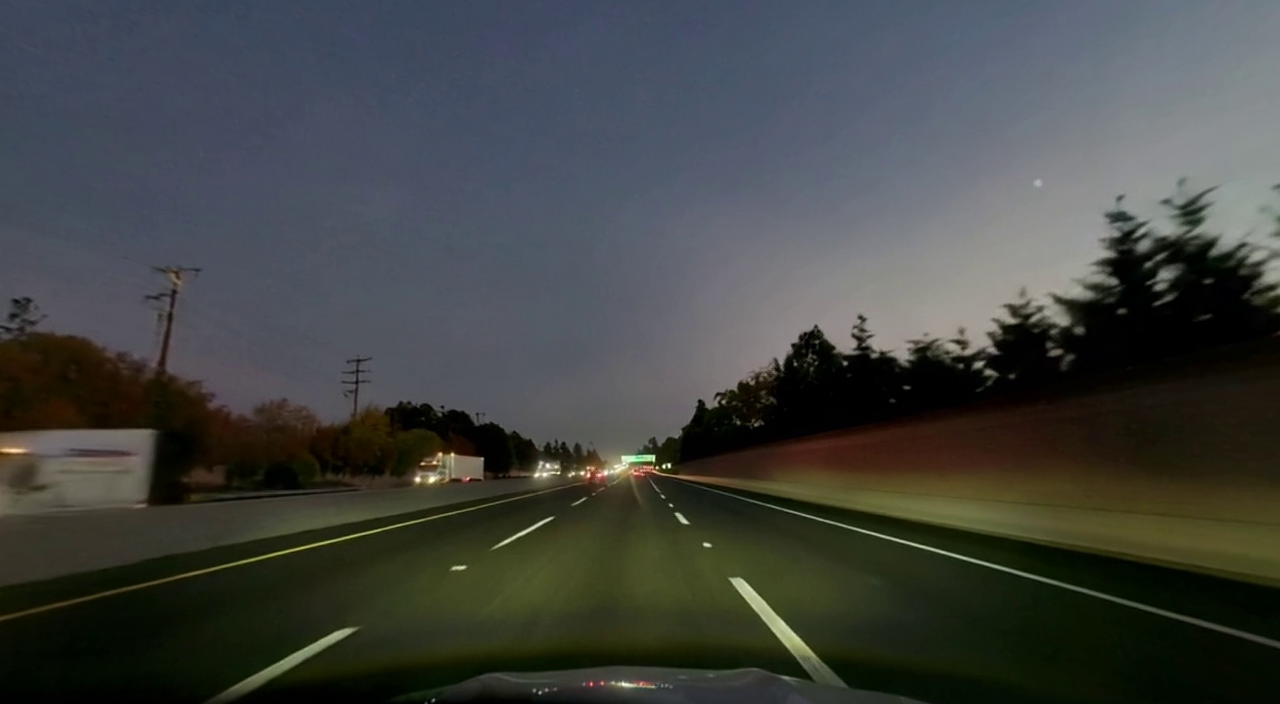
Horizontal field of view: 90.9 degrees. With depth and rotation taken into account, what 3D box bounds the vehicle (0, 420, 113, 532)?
[{"bbox_3d":[-17.120,3.040,15.447,2.485,2.734,6.652,1,-11,0],"label":"vehicle"}]
